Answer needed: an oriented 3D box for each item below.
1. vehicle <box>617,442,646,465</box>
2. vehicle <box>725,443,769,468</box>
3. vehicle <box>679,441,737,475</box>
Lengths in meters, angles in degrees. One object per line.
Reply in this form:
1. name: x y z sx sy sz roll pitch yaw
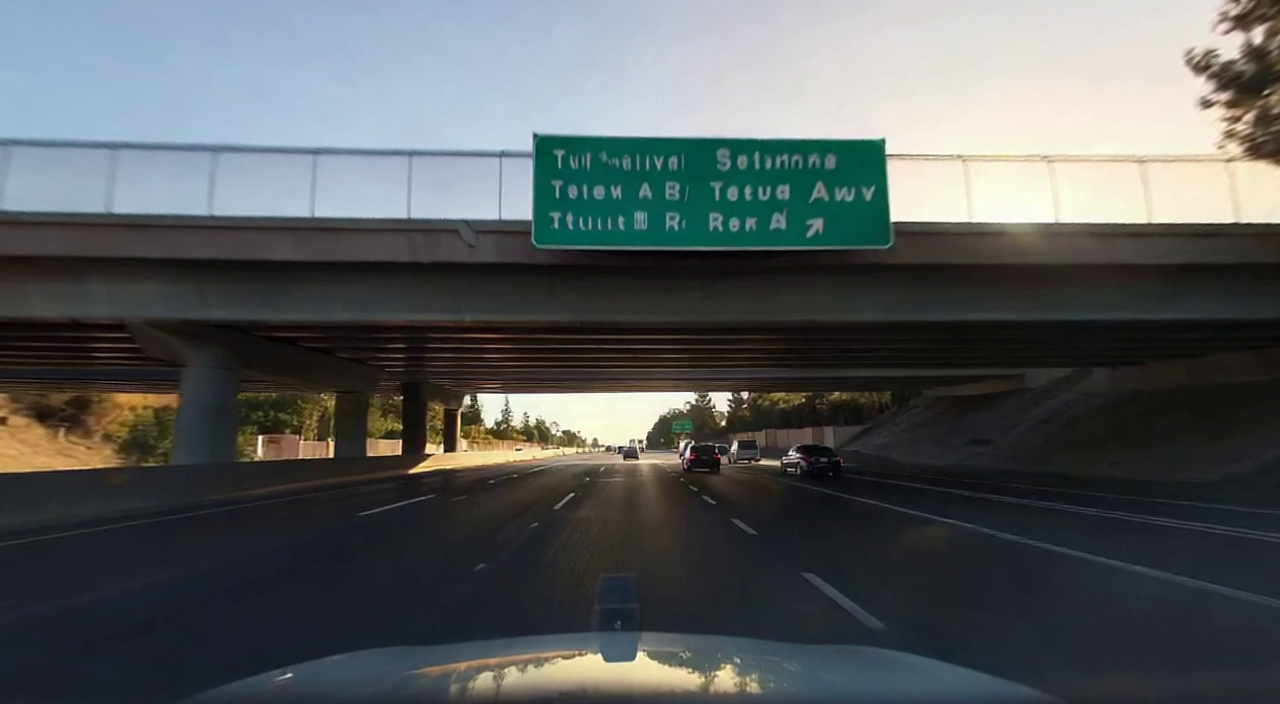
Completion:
1. vehicle: -0.655 7.428 46.475 2.029 1.595 4.207 0 -9 -1
2. vehicle: 6.917 6.712 41.183 1.946 1.497 4.467 0 -9 -2
3. vehicle: 3.131 5.015 30.037 2.076 1.472 4.562 0 -9 -2
